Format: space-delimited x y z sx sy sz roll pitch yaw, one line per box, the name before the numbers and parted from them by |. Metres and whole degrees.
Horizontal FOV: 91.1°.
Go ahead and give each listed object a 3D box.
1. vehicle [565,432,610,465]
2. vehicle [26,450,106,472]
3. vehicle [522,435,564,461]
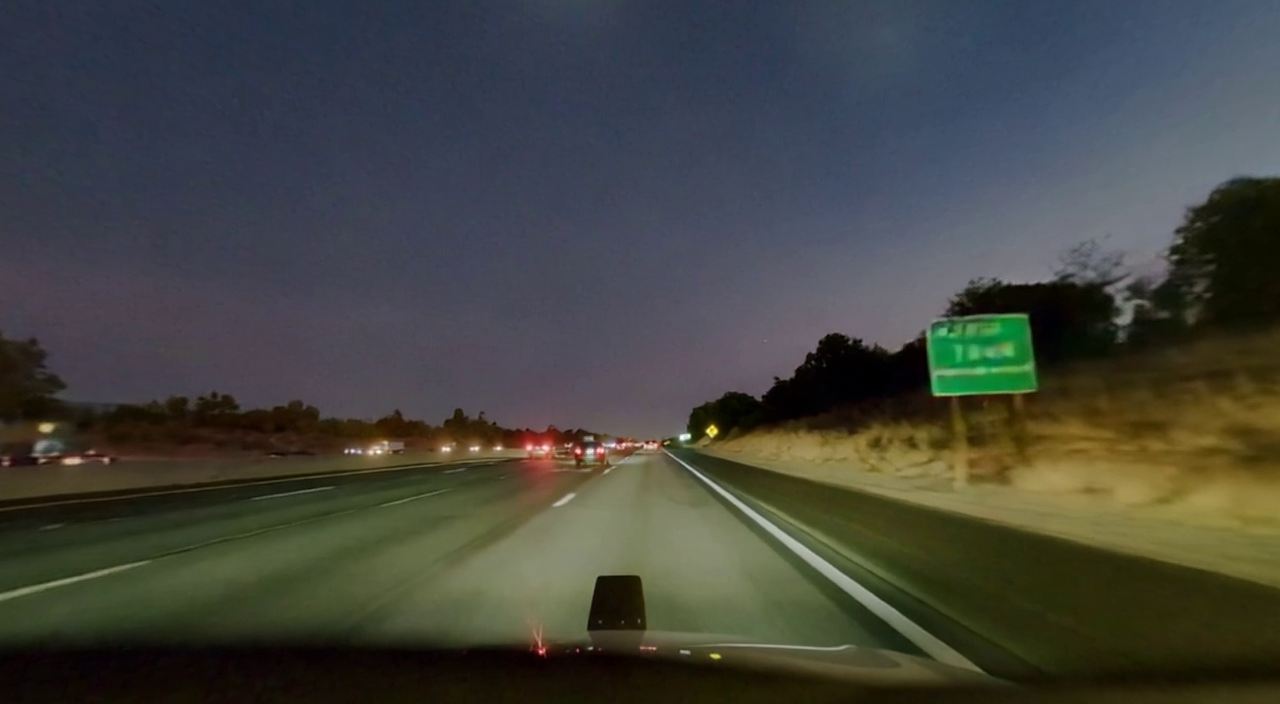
vehicle | -2.880 5.413 35.296 2.194 1.766 3.720 0 -8 1
vehicle | -41.269 7.815 45.277 1.700 1.439 4.347 0 -8 0
vehicle | -6.711 6.715 43.940 2.078 1.729 4.722 0 -8 2
